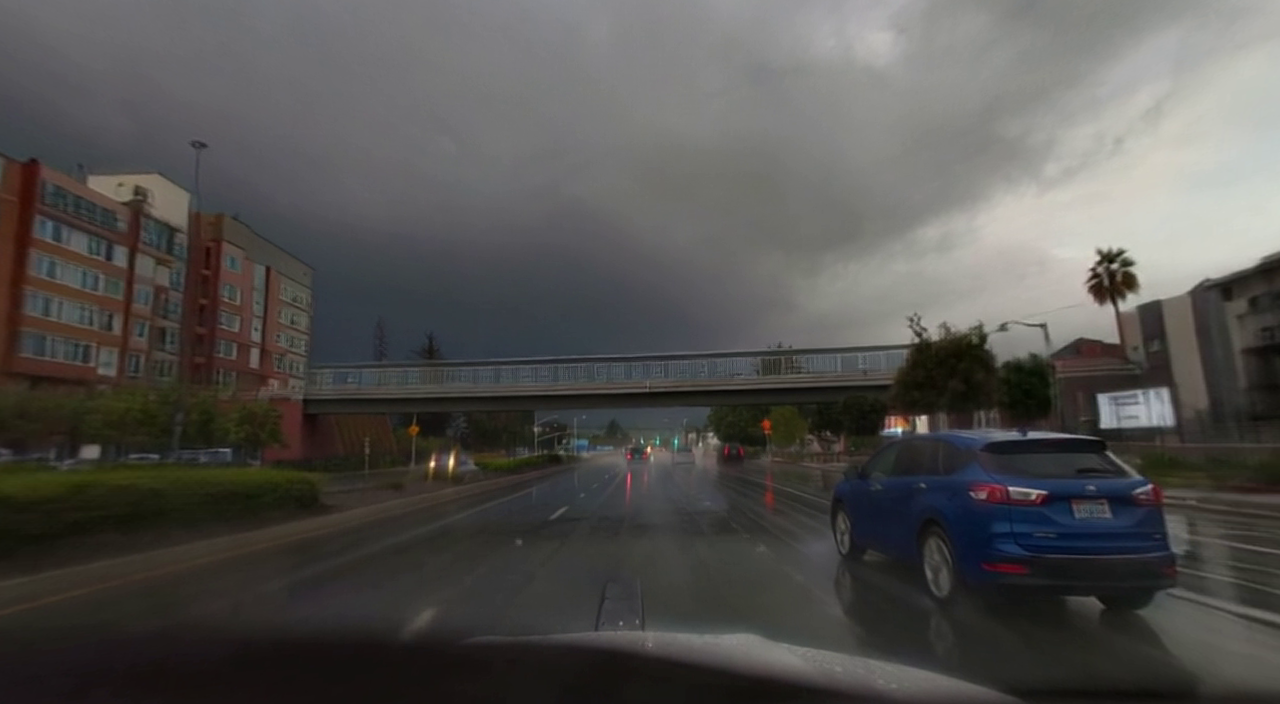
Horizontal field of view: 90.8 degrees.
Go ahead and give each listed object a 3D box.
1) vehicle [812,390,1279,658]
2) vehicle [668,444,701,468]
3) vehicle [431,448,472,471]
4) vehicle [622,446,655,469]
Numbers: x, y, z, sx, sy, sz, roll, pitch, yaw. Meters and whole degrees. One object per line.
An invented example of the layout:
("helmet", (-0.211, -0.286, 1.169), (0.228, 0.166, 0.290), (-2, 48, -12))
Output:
("vehicle", (3.493, 1.477, 6.554), (2.130, 1.741, 4.665), (0, -9, 1))
("vehicle", (3.364, 7.913, 48.233), (2.165, 1.708, 3.928), (0, -9, -1))
("vehicle", (-14.122, 8.062, 47.535), (1.812, 1.511, 4.123), (-1, -7, 0))
("vehicle", (-0.089, 7.400, 44.553), (2.173, 1.498, 4.528), (0, -9, 0))
